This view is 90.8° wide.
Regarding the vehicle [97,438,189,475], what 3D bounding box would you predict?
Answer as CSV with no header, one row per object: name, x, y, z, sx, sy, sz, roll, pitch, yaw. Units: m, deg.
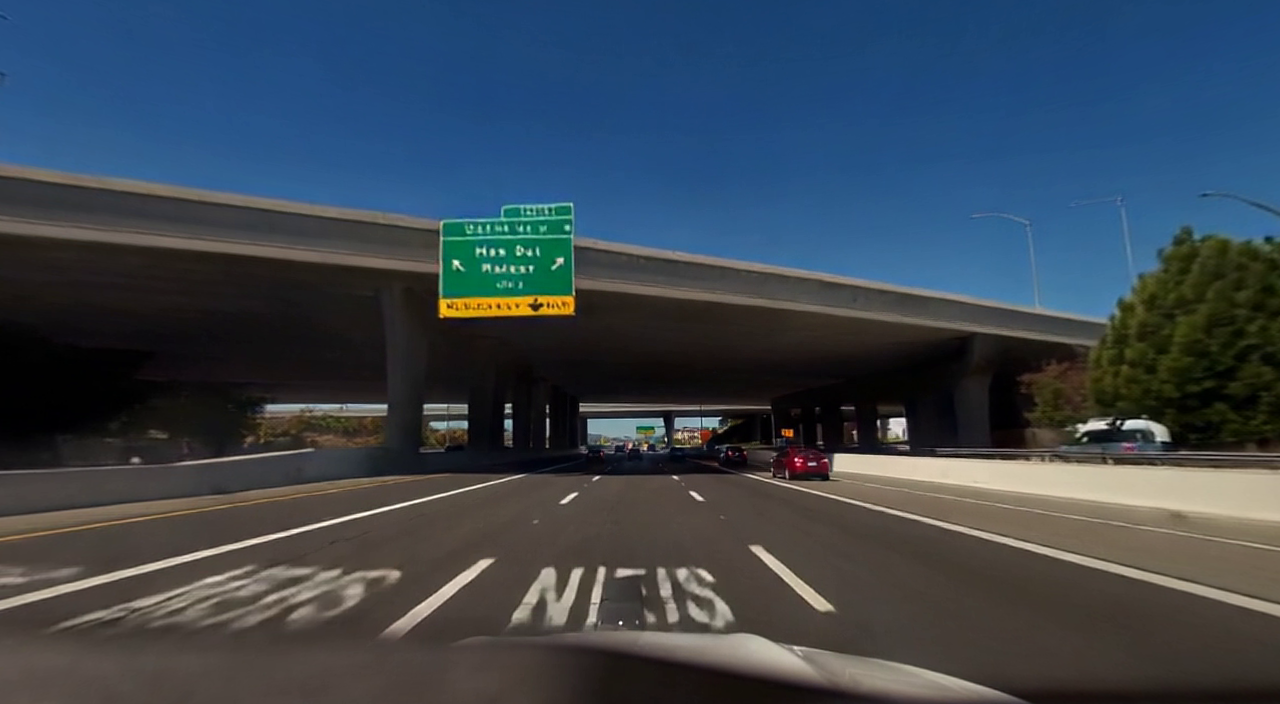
vehicle,-38.233,8.046,48.898,2.385,2.644,5.881,0,-8,-2

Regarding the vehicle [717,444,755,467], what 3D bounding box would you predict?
vehicle,7.011,7.620,46.635,2.075,1.611,4.421,0,-8,-1

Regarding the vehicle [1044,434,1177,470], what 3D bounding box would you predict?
vehicle,21.081,4.505,28.655,1.821,1.479,5.004,1,-8,-6
